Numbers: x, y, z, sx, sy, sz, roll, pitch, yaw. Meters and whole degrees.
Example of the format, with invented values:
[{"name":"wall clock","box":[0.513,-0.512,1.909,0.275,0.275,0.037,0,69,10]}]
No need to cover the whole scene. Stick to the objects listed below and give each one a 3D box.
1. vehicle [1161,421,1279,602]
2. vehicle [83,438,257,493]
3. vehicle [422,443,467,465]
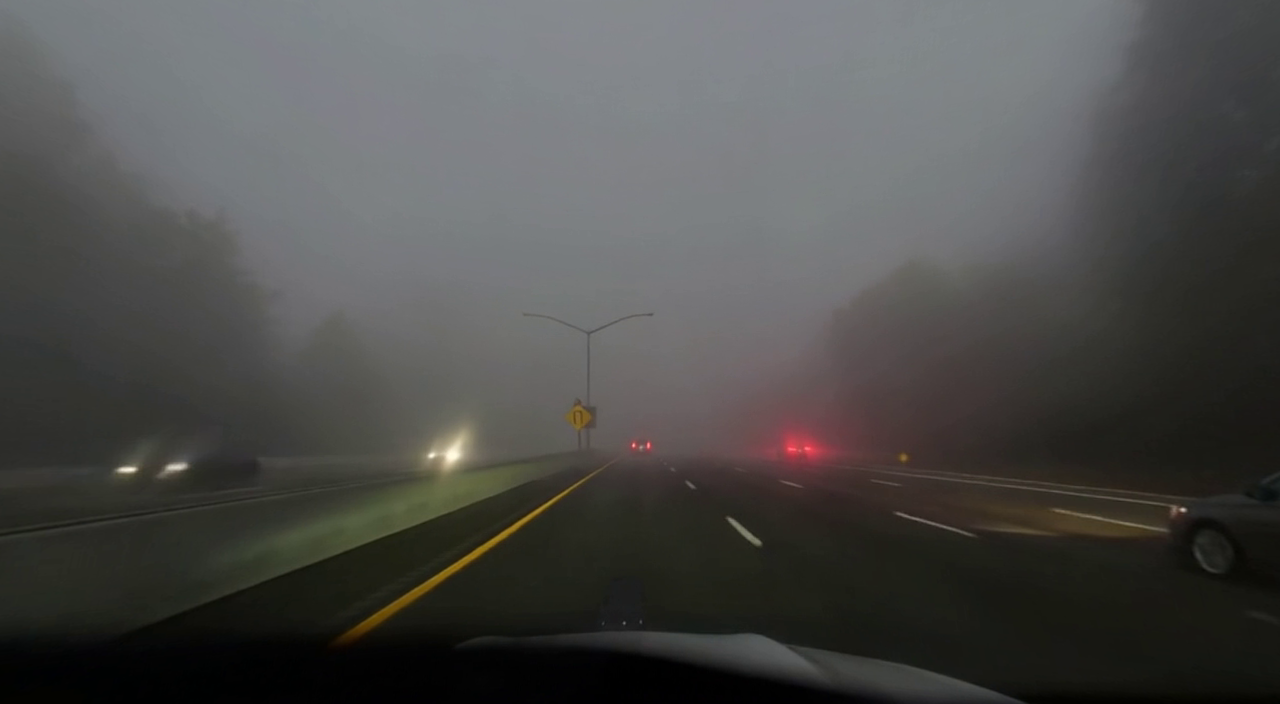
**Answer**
[{"name":"vehicle","box":[6.472,1.163,4.051,2.093,1.525,4.865,0,-8,0]},{"name":"vehicle","box":[-14.843,3.573,20.341,2.080,1.522,4.585,0,-8,0]},{"name":"vehicle","box":[-14.364,7.511,46.515,1.974,1.539,4.113,0,-8,1]}]
